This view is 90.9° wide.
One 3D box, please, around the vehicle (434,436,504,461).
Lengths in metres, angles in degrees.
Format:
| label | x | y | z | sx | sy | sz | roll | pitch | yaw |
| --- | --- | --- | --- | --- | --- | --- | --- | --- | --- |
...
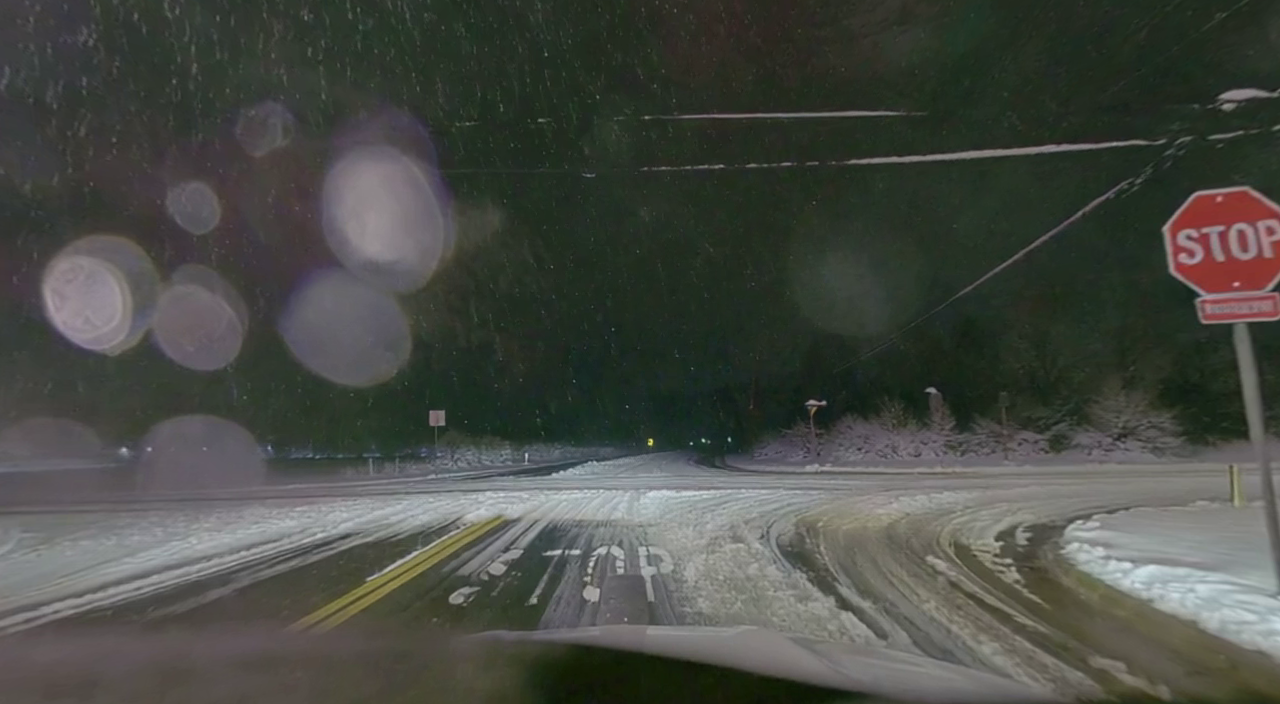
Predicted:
| label | x | y | z | sx | sy | sz | roll | pitch | yaw |
| --- | --- | --- | --- | --- | --- | --- | --- | --- | --- |
| vehicle | -12.627 | 7.163 | 46.752 | 4.590 | 1.735 | 1.973 | 0 | -8 | 2 |
